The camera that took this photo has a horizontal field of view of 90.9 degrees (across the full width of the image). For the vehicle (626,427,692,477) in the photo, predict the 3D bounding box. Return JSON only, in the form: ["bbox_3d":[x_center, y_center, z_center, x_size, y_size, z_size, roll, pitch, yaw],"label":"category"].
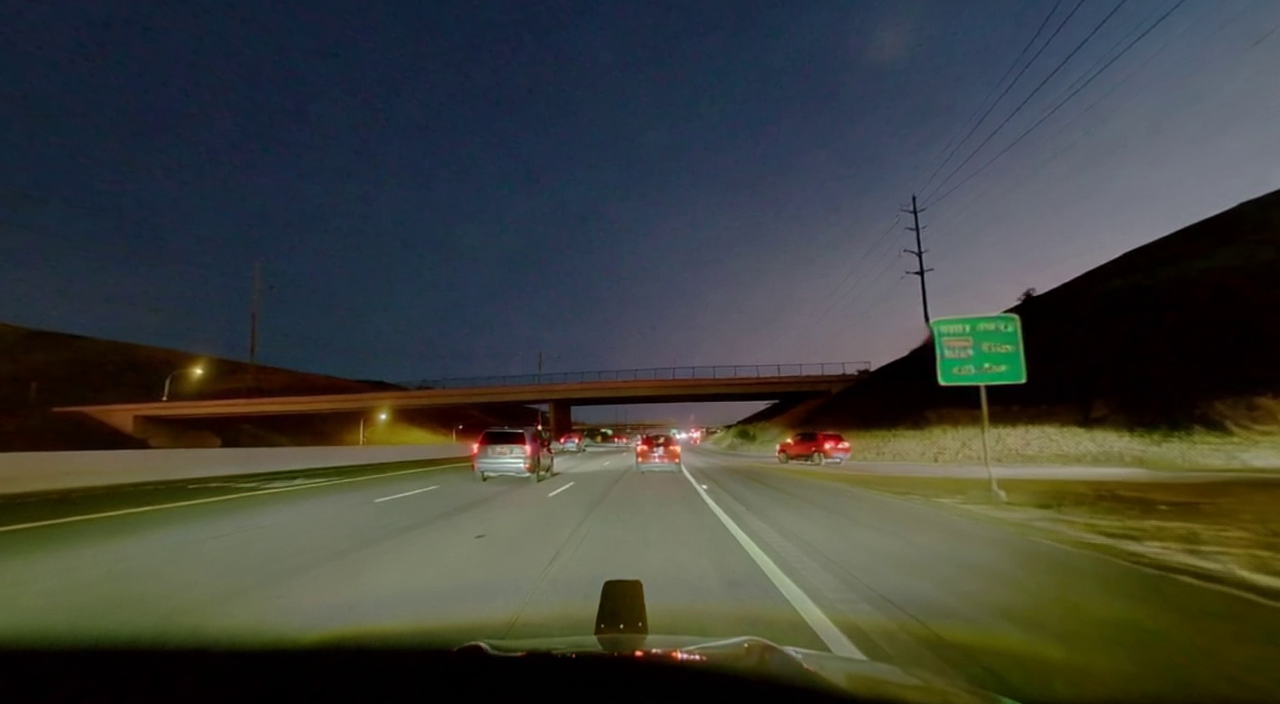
[{"bbox_3d":[0.695,3.633,23.076,2.193,1.651,3.946,-1,-8,2],"label":"vehicle"}]

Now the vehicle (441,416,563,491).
[{"bbox_3d":[-3.708,2.871,18.057,2.228,1.845,4.847,-1,-8,2],"label":"vehicle"}]

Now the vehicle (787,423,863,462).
[{"bbox_3d":[13.120,6.508,45.460,2.571,2.571,6.876,1,-9,-8],"label":"vehicle"}]
